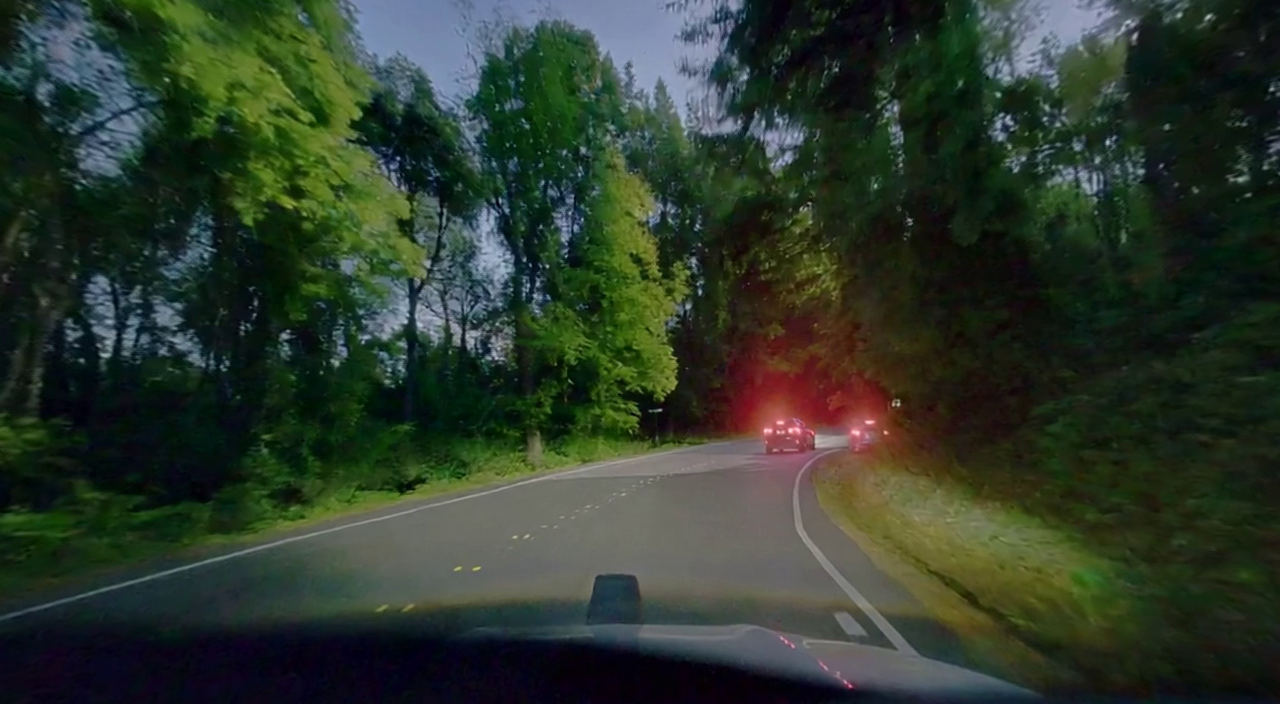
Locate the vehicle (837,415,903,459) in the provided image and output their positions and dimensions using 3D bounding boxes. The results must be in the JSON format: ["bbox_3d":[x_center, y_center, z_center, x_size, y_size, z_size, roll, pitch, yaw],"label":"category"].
[{"bbox_3d":[10.314,3.805,28.131,2.172,1.773,4.601,-5,-9,26],"label":"vehicle"}]

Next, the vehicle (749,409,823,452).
[{"bbox_3d":[7.569,3.976,32.223,2.469,1.953,5.605,-4,-7,25],"label":"vehicle"}]
